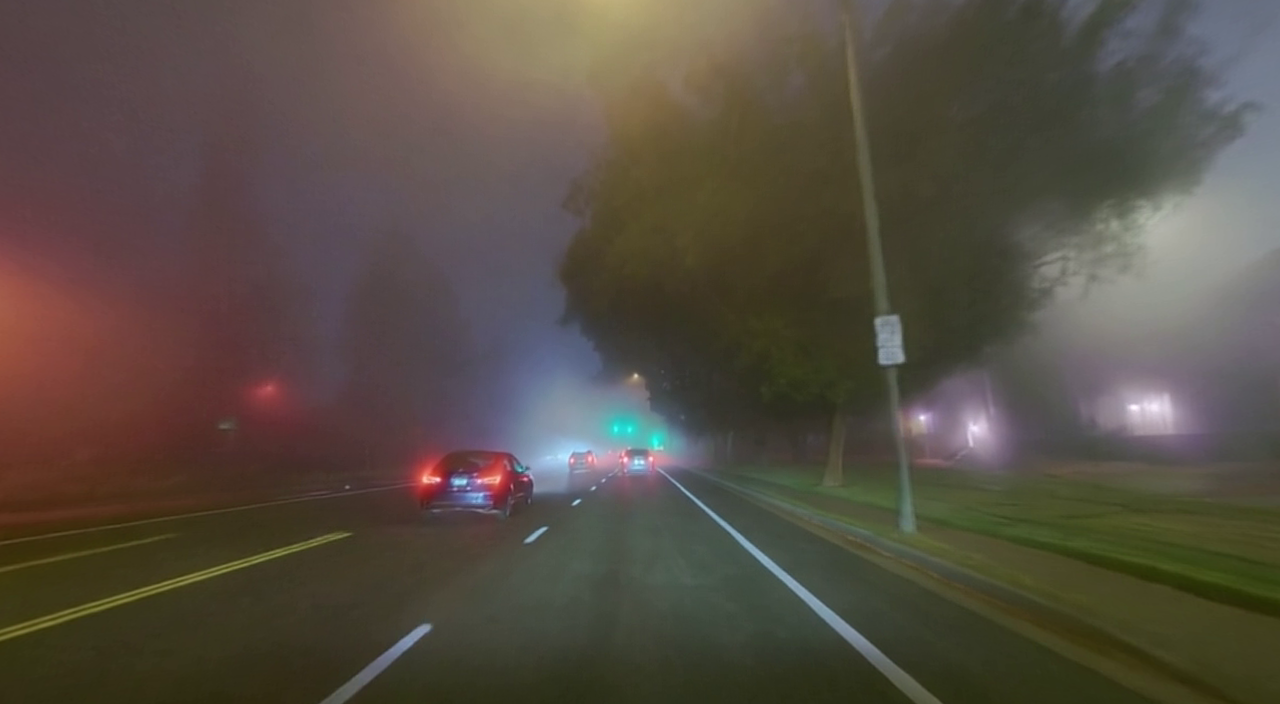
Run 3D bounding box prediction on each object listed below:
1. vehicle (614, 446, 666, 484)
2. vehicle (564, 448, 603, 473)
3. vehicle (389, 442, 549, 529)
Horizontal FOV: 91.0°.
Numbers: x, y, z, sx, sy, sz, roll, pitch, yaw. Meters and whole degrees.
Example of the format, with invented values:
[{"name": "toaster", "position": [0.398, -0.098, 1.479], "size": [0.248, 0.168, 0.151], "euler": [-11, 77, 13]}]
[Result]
[{"name": "vehicle", "position": [-0.016, 4.745, 26.774], "size": [2.065, 1.456, 4.099], "euler": [0, -9, 0]}, {"name": "vehicle", "position": [-3.560, 6.868, 40.185], "size": [2.114, 1.500, 3.912], "euler": [0, -9, 0]}, {"name": "vehicle", "position": [-3.230, 2.611, 12.959], "size": [2.030, 1.467, 4.403], "euler": [0, -9, 0]}]
